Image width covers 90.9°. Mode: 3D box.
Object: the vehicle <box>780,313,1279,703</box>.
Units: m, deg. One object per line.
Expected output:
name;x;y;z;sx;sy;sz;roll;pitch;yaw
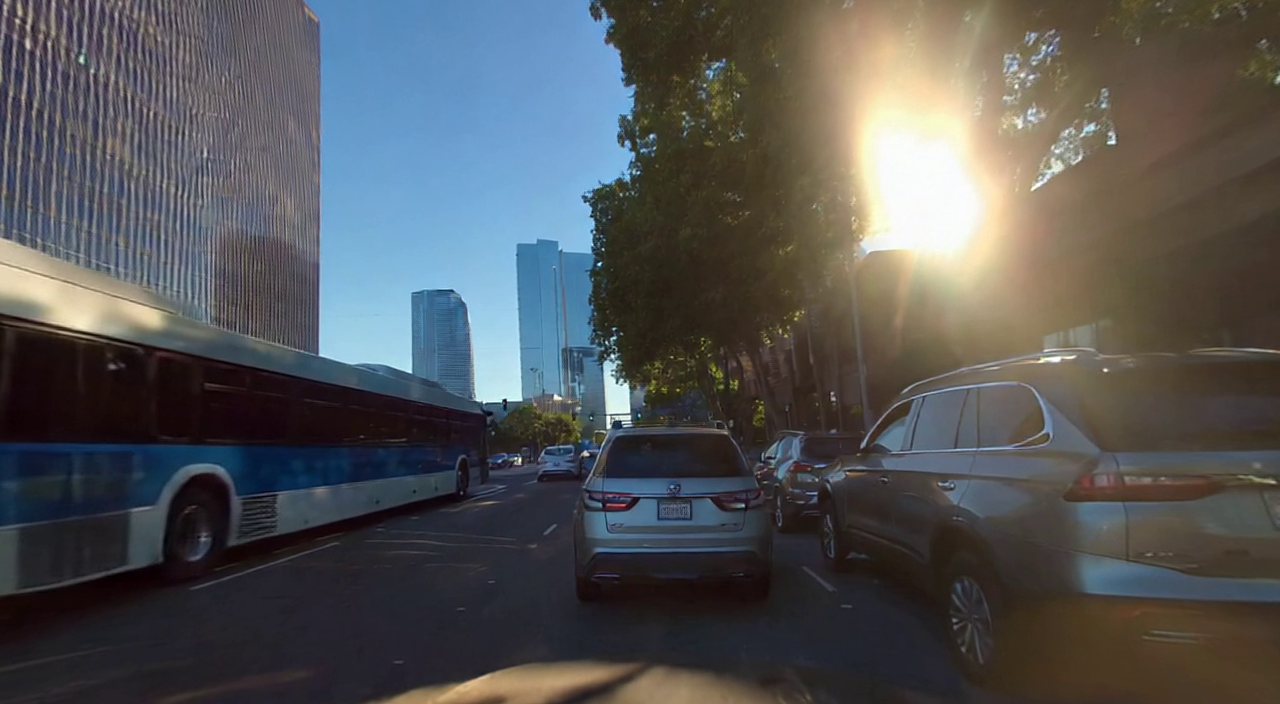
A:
vehicle;2.756;1.114;4.977;2.117;1.855;4.794;0;-9;-1

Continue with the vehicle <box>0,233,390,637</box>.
vehicle;-6.727;1.174;8.463;2.907;3.307;9.137;0;-9;0

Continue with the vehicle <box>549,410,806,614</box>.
vehicle;0.247;1.549;6.894;2.045;1.608;3.573;0;-9;-2
